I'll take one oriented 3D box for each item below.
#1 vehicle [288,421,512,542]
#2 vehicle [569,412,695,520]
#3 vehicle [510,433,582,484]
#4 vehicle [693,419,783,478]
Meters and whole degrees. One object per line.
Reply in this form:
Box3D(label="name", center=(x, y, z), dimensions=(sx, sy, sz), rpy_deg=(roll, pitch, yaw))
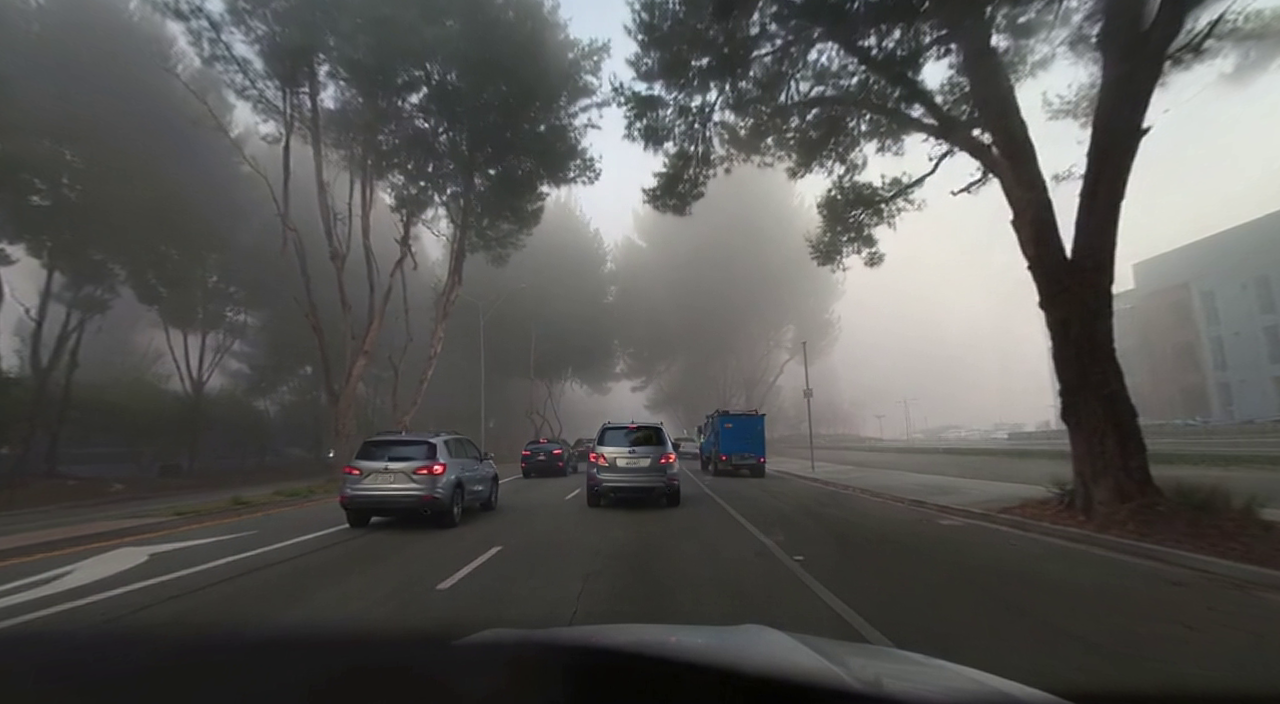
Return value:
Box3D(label="vehicle", center=(-3.741, 2.101, 10.929), dimensions=(1.959, 1.614, 4.676), rpy_deg=(0, -8, 1))
Box3D(label="vehicle", center=(-0.111, 2.181, 12.483), dimensions=(2.075, 1.770, 4.018), rpy_deg=(0, -8, 1))
Box3D(label="vehicle", center=(-3.224, 3.744, 22.484), dimensions=(1.894, 1.642, 3.861), rpy_deg=(0, -8, 1))
Box3D(label="vehicle", center=(3.706, 3.844, 25.332), dimensions=(2.655, 2.054, 6.098), rpy_deg=(0, -8, 0))
